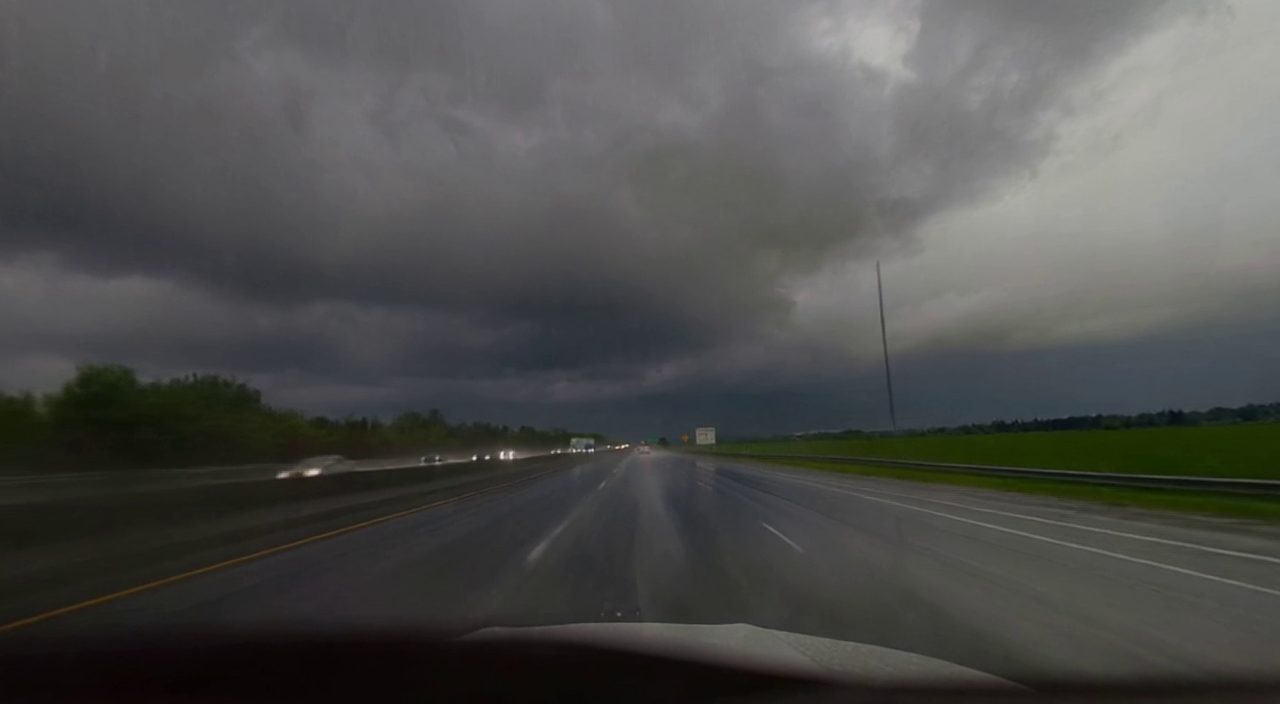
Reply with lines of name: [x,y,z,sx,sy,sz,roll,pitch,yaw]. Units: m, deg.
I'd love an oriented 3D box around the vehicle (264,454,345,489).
vehicle: [-15.531,5.529,29.337,1.718,1.442,3.702,-1,-9,0]
